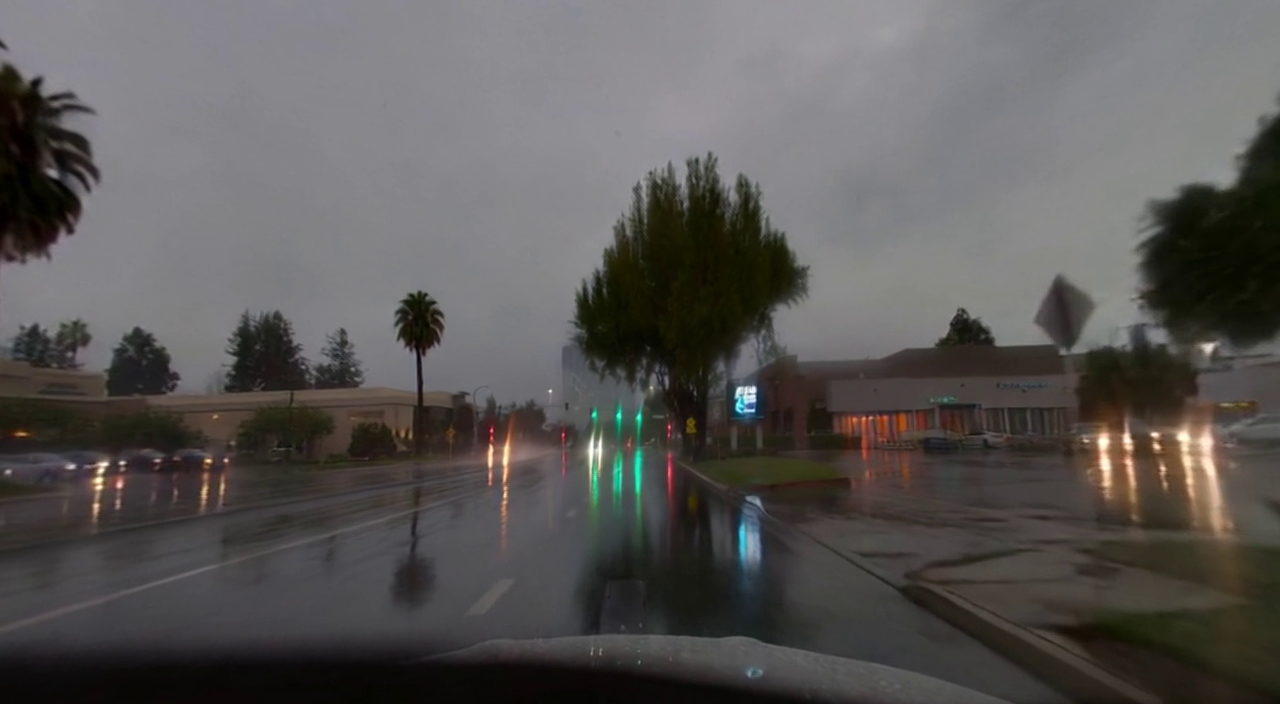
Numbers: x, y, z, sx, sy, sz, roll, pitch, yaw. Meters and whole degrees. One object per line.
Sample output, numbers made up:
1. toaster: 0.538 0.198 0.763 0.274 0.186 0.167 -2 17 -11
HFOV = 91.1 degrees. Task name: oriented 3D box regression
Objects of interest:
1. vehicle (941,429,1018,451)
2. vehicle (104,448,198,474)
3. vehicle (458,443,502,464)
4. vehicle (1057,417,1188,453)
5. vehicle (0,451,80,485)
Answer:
1. vehicle: 25.347 6.580 46.972 4.649 1.611 1.945 0 -8 -1
2. vehicle: -29.775 6.655 38.285 4.133 1.501 1.876 0 -8 0
3. vehicle: -12.126 7.697 47.894 2.078 1.532 4.627 0 -8 0
4. vehicle: 25.112 4.337 32.819 5.117 1.813 2.052 0 -8 0
5. vehicle: -29.964 5.528 30.098 4.310 1.533 1.917 0 -8 1
